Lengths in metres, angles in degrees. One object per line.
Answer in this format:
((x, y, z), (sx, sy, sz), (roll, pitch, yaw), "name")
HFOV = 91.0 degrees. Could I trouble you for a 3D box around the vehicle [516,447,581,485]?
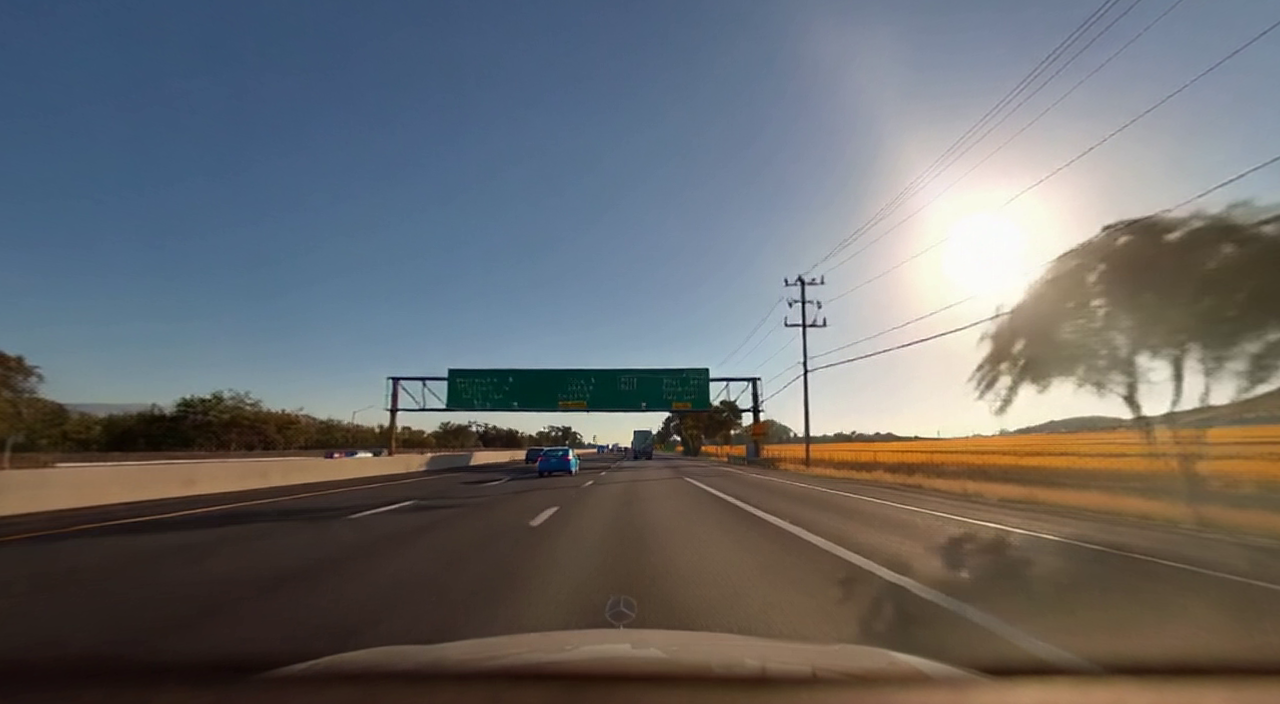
((-3.868, 4.921, 27.534), (2.104, 1.501, 4.459), (0, -9, 1), "vehicle")
